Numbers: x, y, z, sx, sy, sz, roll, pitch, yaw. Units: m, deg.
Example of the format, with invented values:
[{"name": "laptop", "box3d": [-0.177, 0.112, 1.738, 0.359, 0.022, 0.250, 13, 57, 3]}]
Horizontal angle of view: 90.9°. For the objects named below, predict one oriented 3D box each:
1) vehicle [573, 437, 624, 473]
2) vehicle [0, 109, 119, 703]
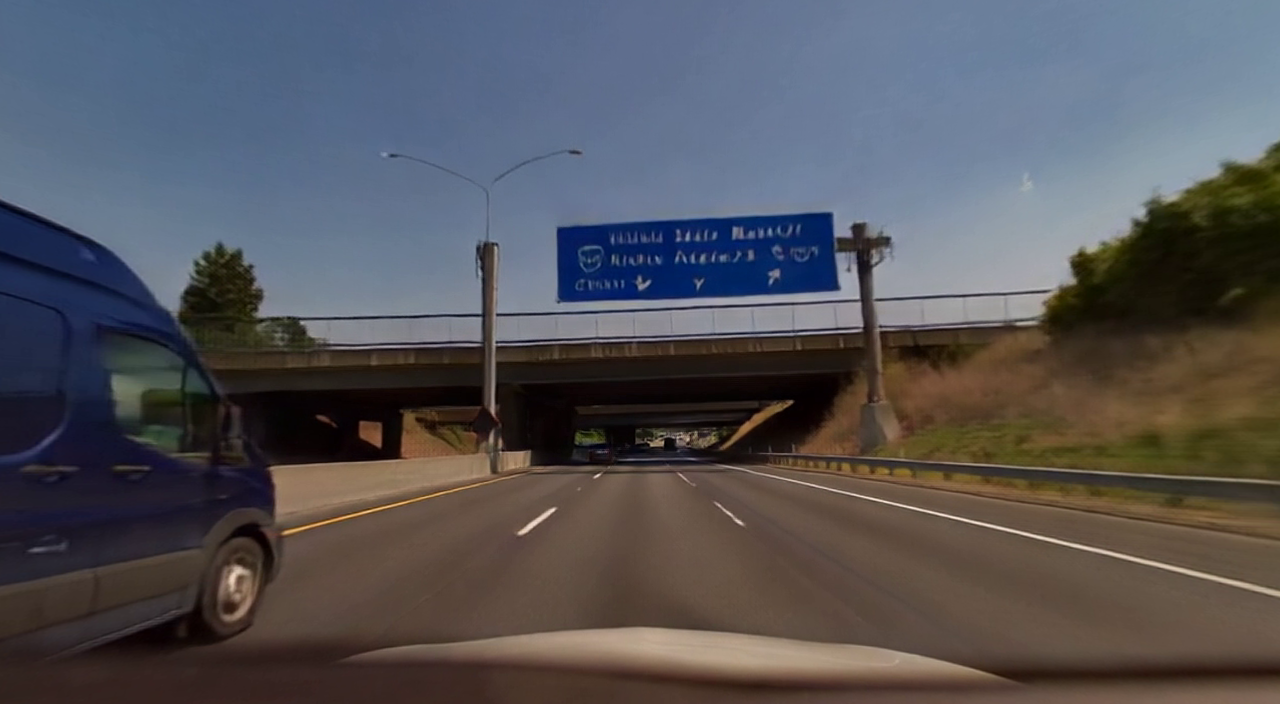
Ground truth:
[{"name": "vehicle", "box3d": [-2.016, 5.196, 31.916, 2.183, 1.662, 3.968, 0, -9, 2]}, {"name": "vehicle", "box3d": [-4.021, -0.069, 0.255, 2.382, 2.736, 5.982, 0, -9, 0]}]
